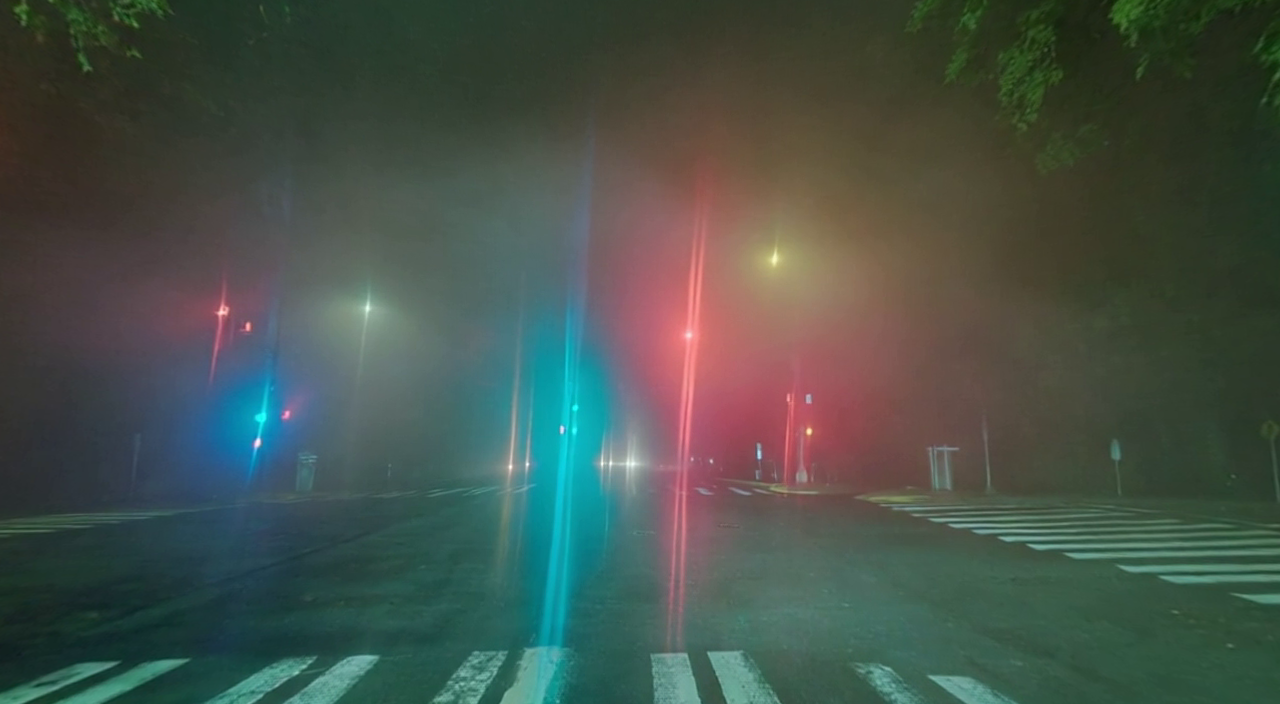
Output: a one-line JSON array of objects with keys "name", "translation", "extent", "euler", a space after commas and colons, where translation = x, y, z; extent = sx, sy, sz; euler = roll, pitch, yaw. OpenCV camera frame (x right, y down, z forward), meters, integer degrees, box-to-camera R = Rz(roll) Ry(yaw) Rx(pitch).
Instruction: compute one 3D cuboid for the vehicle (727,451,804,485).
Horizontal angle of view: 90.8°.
[{"name": "vehicle", "translation": [8.826, 8.247, 45.446], "extent": [2.771, 2.214, 7.159], "euler": [2, -9, -12]}]
